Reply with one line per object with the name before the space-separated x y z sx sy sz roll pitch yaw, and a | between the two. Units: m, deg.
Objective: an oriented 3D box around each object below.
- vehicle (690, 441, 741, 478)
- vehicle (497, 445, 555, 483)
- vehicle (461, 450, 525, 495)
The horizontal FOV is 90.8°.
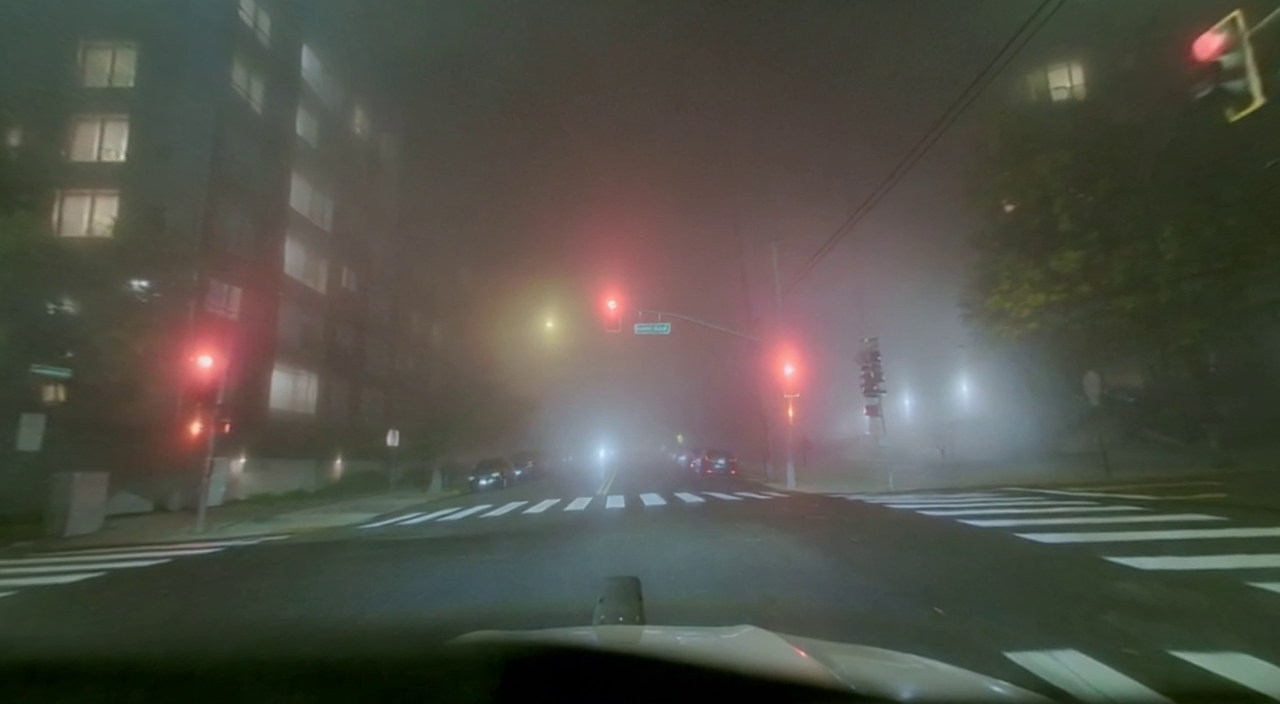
vehicle | 3.602 5.199 30.935 1.924 1.657 4.665 0 -8 0
vehicle | -6.429 6.330 36.145 2.175 1.849 4.725 -5 -8 2
vehicle | -6.676 5.471 29.114 1.763 1.612 4.462 -8 -8 -2
